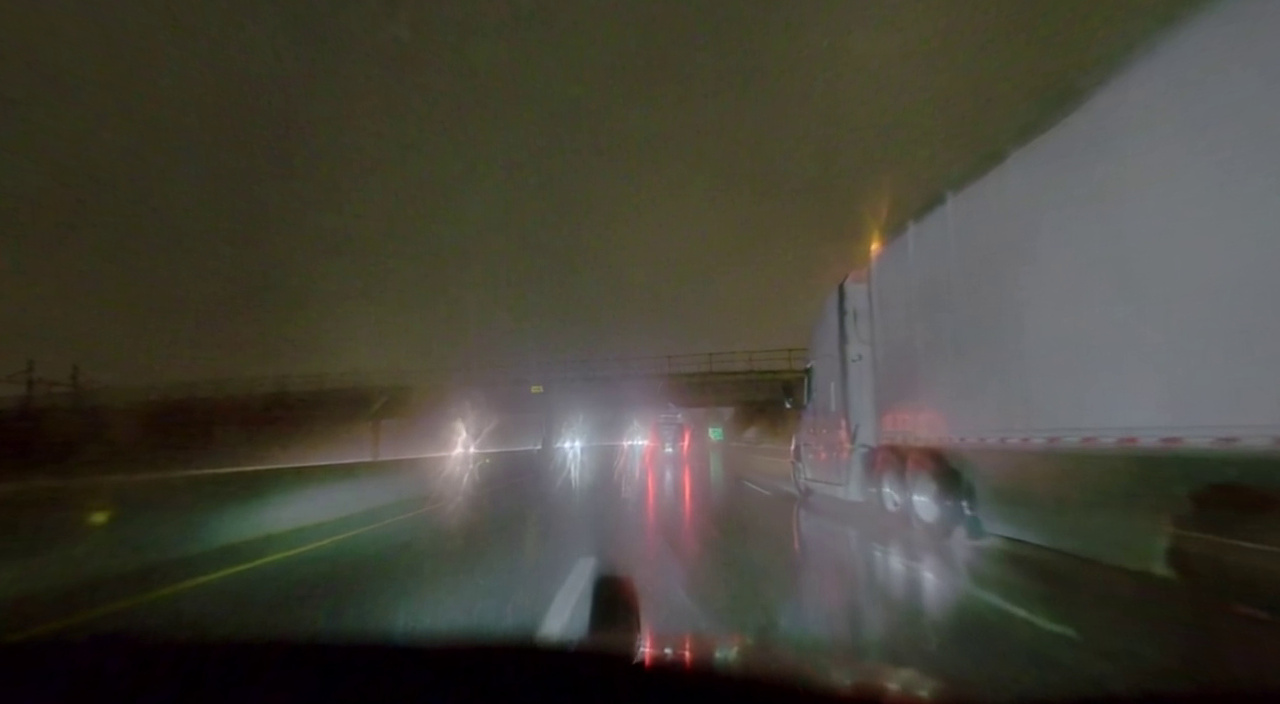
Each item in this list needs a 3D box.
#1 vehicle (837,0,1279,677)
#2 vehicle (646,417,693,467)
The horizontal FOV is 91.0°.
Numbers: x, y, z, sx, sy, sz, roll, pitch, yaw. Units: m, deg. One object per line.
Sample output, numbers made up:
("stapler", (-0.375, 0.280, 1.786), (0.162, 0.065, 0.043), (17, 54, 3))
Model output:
("vehicle", (4.993, 0.110, 5.711), (2.997, 3.983, 10.860), (1, -8, 0))
("vehicle", (1.593, 5.260, 36.703), (2.481, 2.618, 6.314), (-1, -8, 0))
